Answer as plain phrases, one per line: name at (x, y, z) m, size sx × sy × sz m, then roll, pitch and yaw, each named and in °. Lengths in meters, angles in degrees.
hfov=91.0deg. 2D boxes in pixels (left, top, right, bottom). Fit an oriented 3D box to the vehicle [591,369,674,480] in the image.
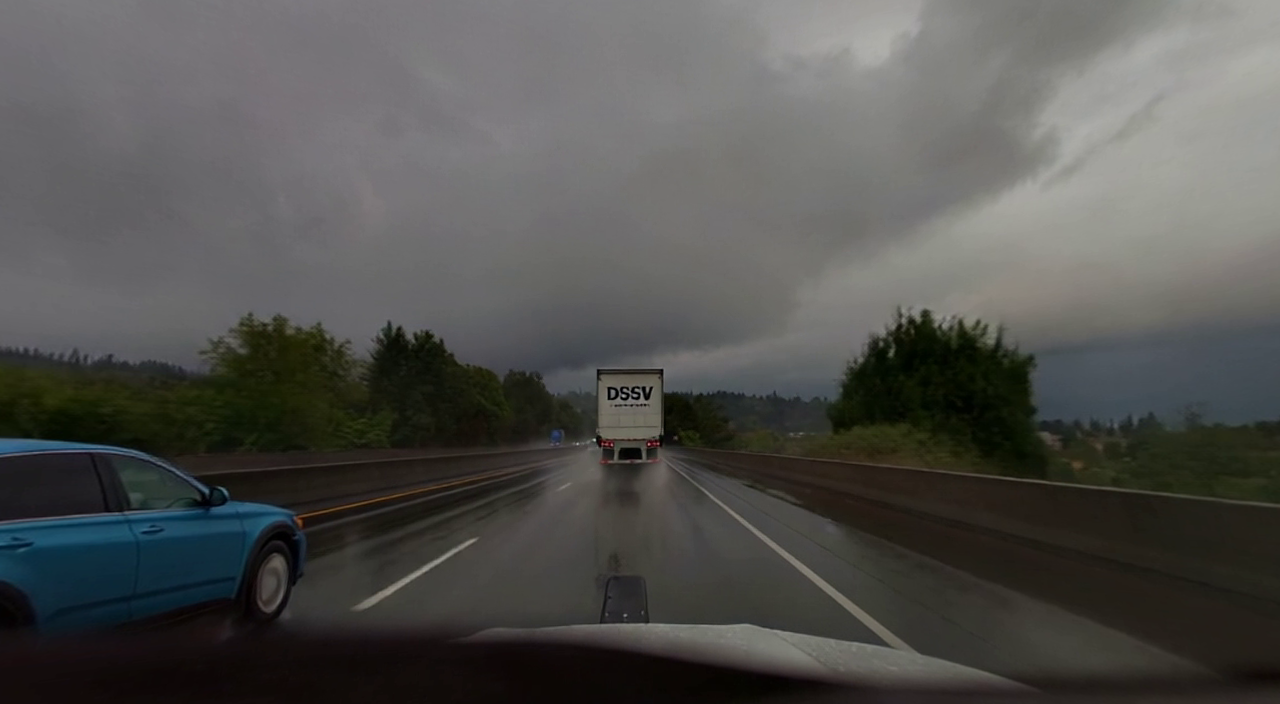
vehicle at (-0.396, 3.313, 27.762) m, size 2.969 × 3.957 × 10.270 m, roll 0°, pitch -8°, yaw -1°
